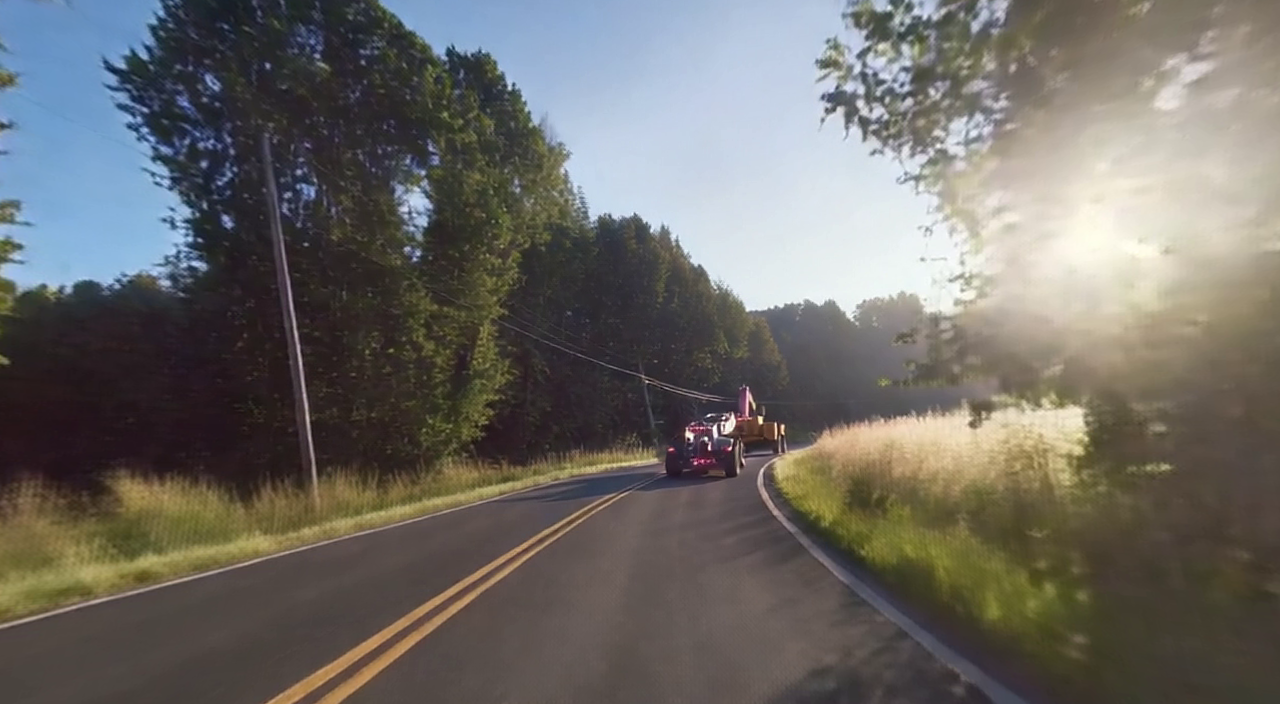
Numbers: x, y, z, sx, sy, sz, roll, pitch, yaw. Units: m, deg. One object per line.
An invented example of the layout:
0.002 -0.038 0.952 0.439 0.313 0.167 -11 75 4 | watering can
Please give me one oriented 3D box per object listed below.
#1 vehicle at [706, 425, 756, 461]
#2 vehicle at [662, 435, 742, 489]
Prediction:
5.634 5.564 38.548 2.376 2.051 5.366 -2 -9 14 | vehicle
2.031 3.357 19.626 2.196 1.465 4.294 -1 -9 9 | vehicle
